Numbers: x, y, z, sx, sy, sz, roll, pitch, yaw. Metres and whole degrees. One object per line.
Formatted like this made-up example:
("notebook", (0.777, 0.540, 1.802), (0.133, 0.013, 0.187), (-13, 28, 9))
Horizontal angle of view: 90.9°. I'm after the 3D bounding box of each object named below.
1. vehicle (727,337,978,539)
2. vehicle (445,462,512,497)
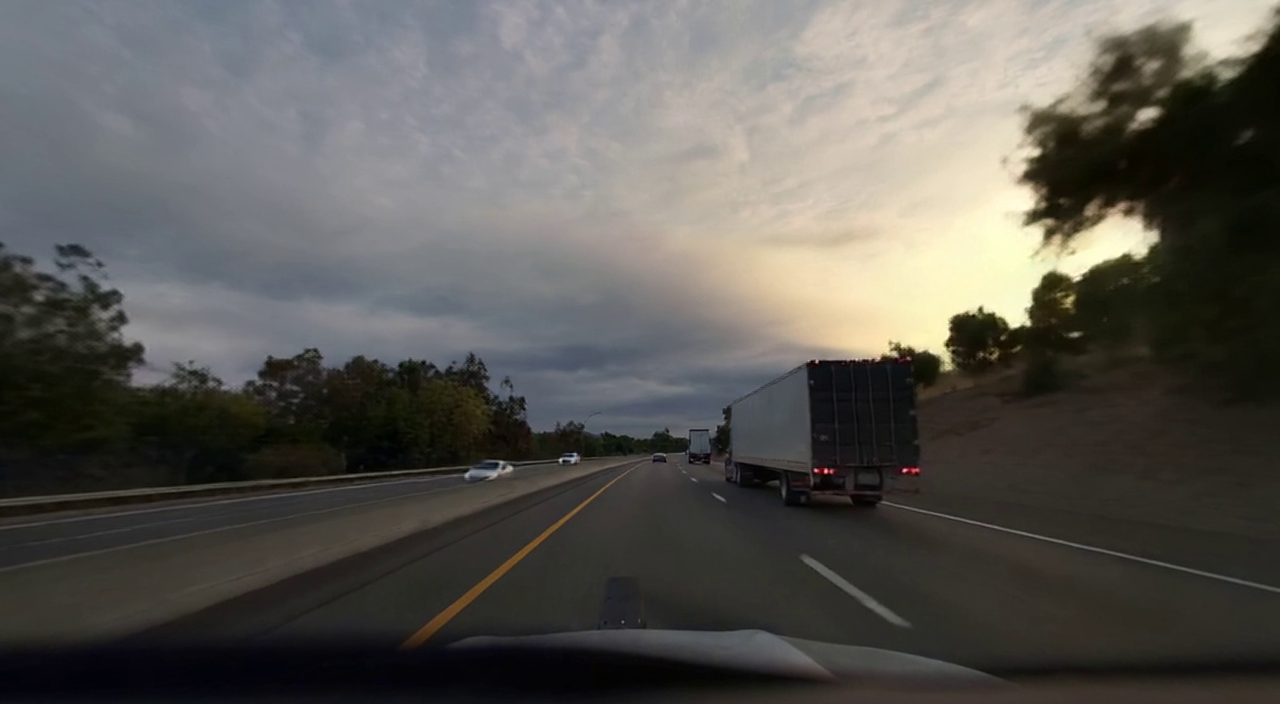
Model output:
("vehicle", (4.516, 2.386, 16.976), (2.866, 3.558, 11.674), (0, -9, 1))
("vehicle", (-7.937, 6.295, 31.503), (2.007, 1.493, 4.671), (0, -9, 1))
